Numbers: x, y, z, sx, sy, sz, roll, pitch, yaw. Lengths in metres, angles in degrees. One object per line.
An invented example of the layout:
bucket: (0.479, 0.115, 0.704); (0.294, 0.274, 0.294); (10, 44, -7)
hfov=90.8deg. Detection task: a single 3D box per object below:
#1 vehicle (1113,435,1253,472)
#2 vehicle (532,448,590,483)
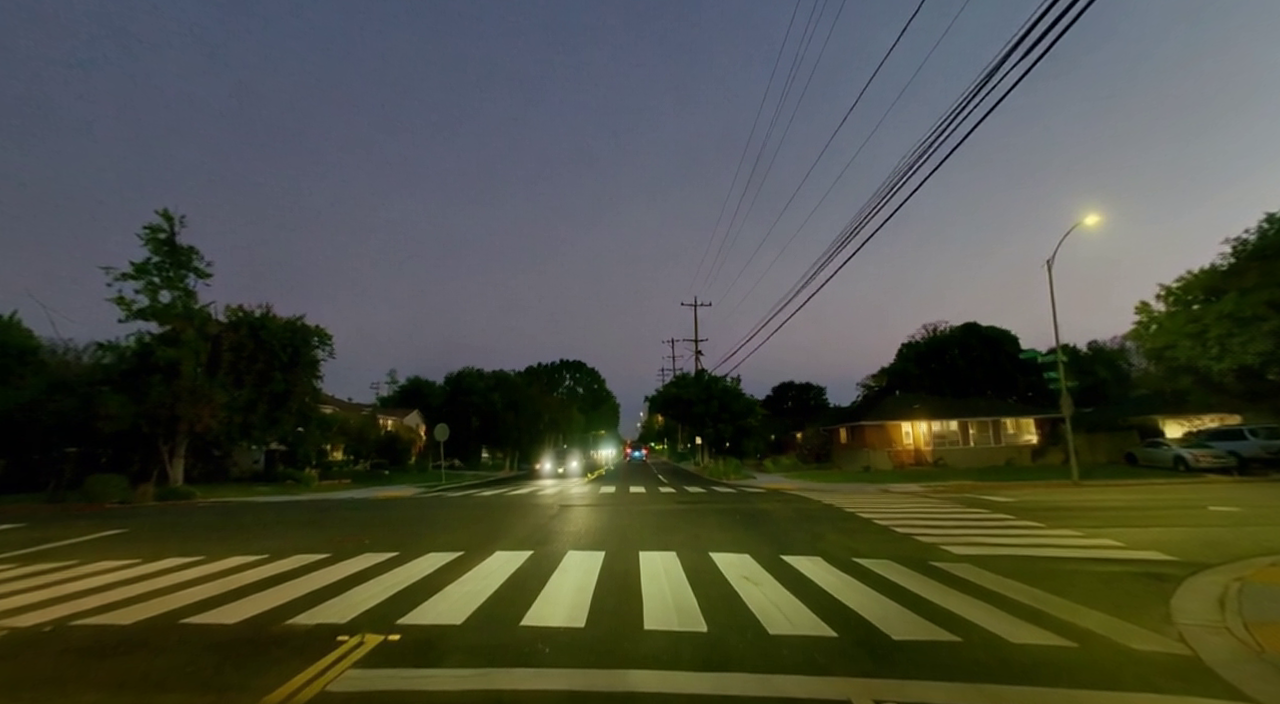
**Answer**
vehicle: (23.428, 4.397, 27.561); (1.841, 1.448, 4.688); (0, -9, -1)
vehicle: (-3.614, 5.246, 29.487); (2.102, 1.463, 4.024); (0, -9, 1)
